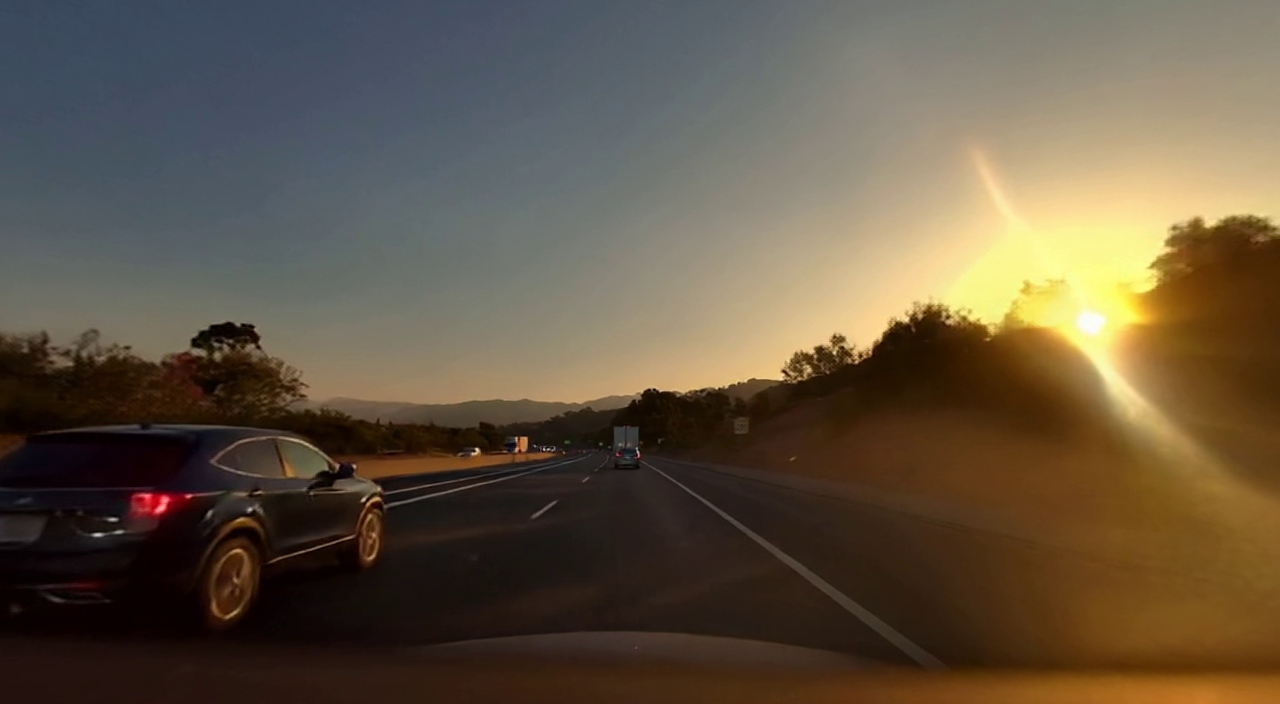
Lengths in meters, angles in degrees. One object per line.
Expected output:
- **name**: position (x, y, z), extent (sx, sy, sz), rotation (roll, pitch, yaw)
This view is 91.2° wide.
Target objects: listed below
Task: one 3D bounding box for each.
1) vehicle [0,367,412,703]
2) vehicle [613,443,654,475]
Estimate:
- **vehicle**: position (-3.846, 1.259, 5.191), extent (2.181, 1.653, 4.691), rotation (0, -9, -1)
- **vehicle**: position (-0.408, 6.183, 36.433), extent (2.230, 1.715, 4.243), rotation (0, -9, -1)
